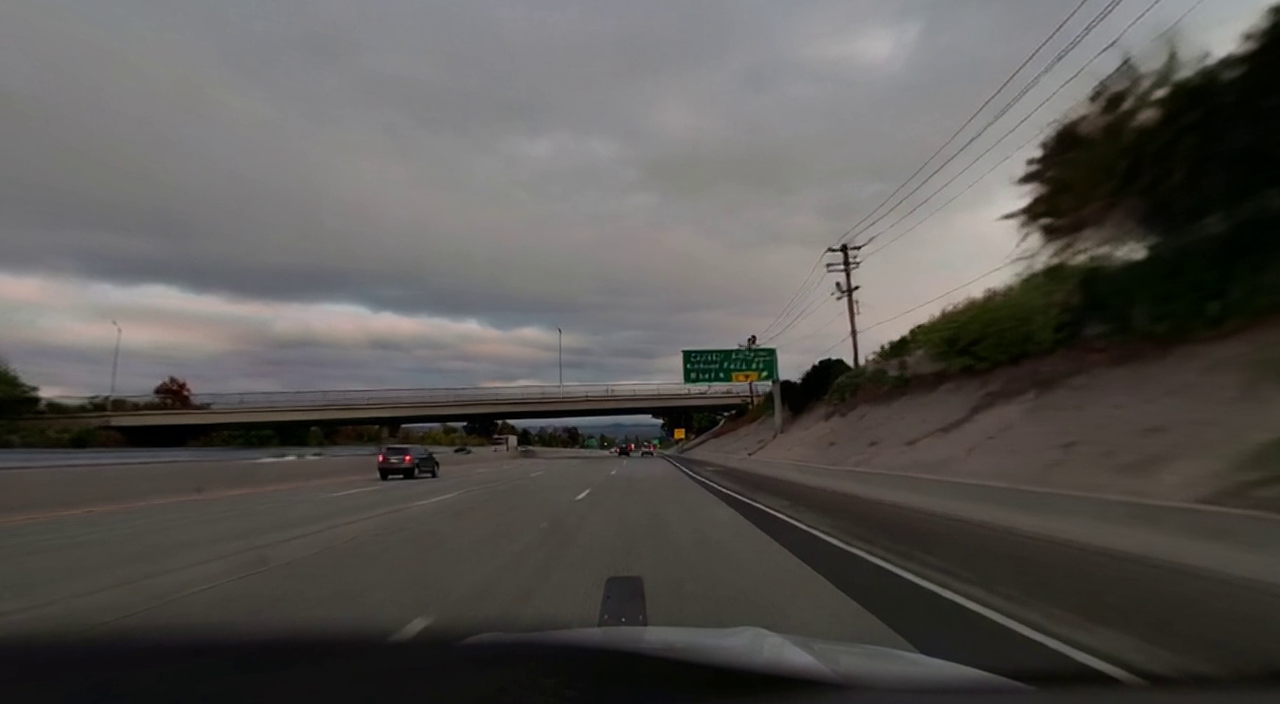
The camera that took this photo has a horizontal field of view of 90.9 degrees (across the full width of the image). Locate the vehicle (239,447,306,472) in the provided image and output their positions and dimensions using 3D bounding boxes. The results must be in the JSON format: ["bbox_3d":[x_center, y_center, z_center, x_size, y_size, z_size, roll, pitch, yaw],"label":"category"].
[{"bbox_3d":[-23.312,6.822,40.195,1.839,1.504,3.977,-1,-8,1],"label":"vehicle"}]

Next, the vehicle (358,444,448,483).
[{"bbox_3d":[-10.024,4.724,27.110,2.056,1.476,4.562,-1,-8,1],"label":"vehicle"}]
